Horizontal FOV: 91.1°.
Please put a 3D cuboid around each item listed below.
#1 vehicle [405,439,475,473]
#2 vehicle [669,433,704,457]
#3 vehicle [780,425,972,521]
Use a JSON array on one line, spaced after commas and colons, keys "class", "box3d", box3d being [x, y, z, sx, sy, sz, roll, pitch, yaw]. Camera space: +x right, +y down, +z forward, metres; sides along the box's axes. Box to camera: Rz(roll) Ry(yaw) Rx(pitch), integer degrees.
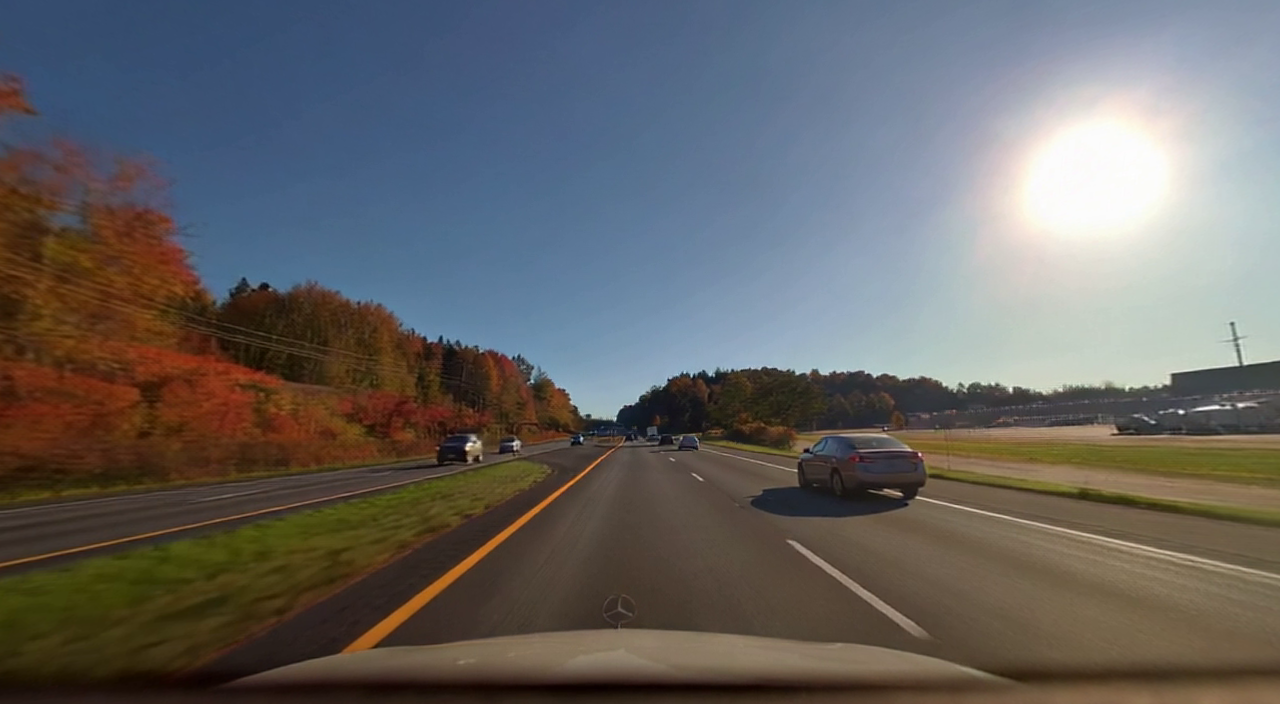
[{"class": "vehicle", "box3d": [-9.343, 4.879, 29.776, 1.886, 1.485, 4.481, 0, -8, -1]}, {"class": "vehicle", "box3d": [3.189, 6.496, 43.912, 2.057, 1.540, 4.158, 0, -8, -1]}, {"class": "vehicle", "box3d": [4.277, 2.247, 12.253, 2.024, 1.516, 4.197, 0, -8, -1]}]
